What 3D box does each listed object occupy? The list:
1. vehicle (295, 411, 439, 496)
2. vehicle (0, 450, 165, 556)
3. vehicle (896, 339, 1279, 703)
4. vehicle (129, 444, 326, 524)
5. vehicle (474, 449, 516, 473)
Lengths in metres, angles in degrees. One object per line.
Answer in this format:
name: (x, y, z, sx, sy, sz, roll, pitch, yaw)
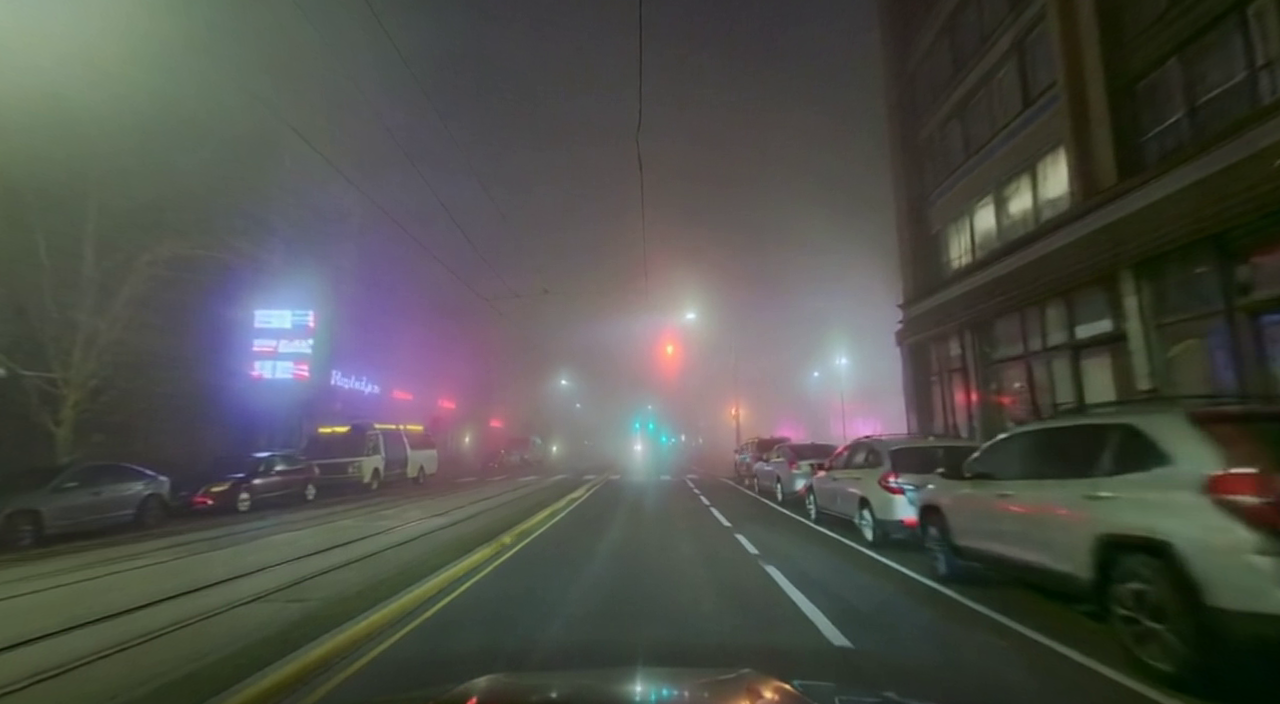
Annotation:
vehicle: (-9.975, 3.822, 23.901, 2.291, 2.745, 6.492, -1, -9, 2)
vehicle: (-10.245, 2.385, 10.298, 1.841, 1.488, 3.852, 0, -8, 2)
vehicle: (3.708, 1.032, 4.238, 1.927, 1.713, 4.807, 0, -8, 0)
vehicle: (-9.964, 3.151, 15.720, 1.837, 1.668, 4.354, -1, -8, 2)
vehicle: (-9.567, 7.226, 41.928, 1.897, 1.464, 4.209, 0, -8, -2)
